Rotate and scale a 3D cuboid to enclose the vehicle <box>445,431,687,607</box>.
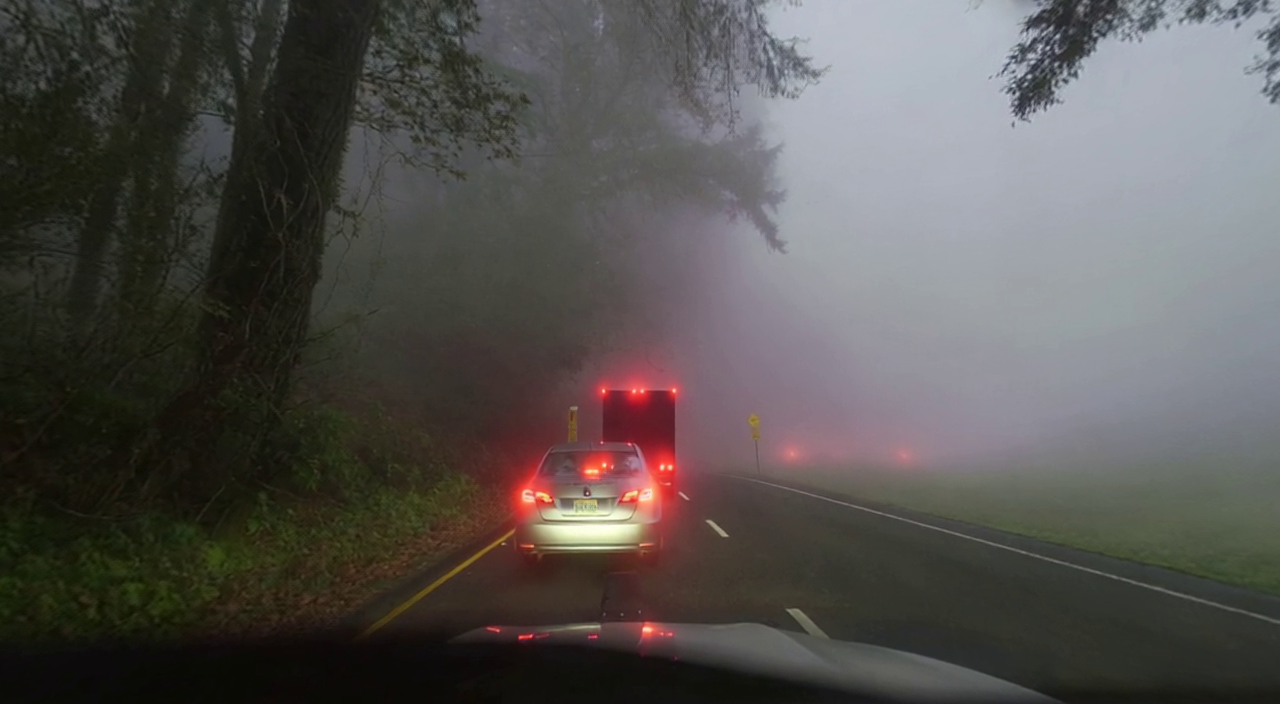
[{"bbox_3d":[-0.626,1.749,7.514,2.076,1.490,4.078,0,-9,0],"label":"vehicle"}]
